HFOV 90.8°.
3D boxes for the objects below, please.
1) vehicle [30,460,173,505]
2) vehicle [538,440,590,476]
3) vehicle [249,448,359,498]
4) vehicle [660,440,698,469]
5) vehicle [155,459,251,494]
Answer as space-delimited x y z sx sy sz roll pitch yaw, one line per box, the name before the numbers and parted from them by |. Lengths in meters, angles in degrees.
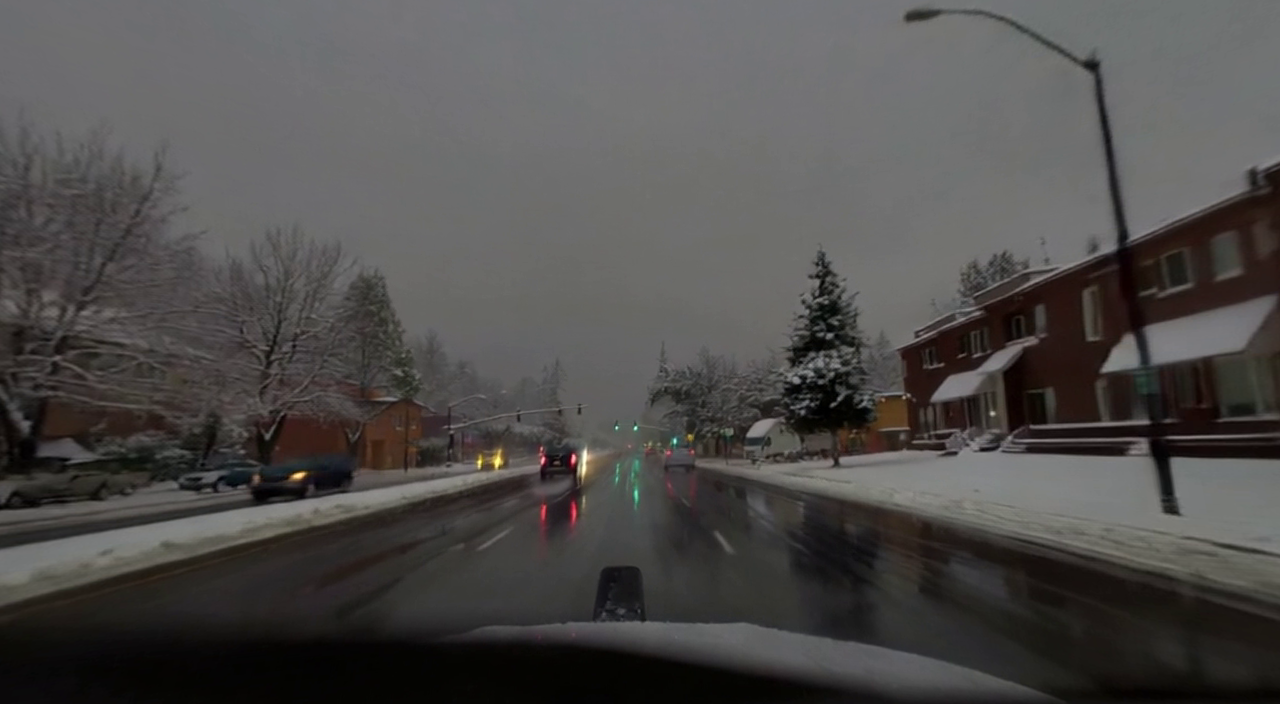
vehicle | -22.864 5.524 27.142 1.938 1.613 4.830 0 -9 -1
vehicle | -3.786 5.373 32.250 2.083 1.685 4.069 -1 -9 1
vehicle | -11.681 4.182 22.248 1.838 1.588 3.658 0 -9 0
vehicle | 2.417 6.507 40.313 2.018 1.719 4.369 0 -9 -1
vehicle | -22.800 6.468 33.208 1.918 1.586 4.366 0 -9 0
